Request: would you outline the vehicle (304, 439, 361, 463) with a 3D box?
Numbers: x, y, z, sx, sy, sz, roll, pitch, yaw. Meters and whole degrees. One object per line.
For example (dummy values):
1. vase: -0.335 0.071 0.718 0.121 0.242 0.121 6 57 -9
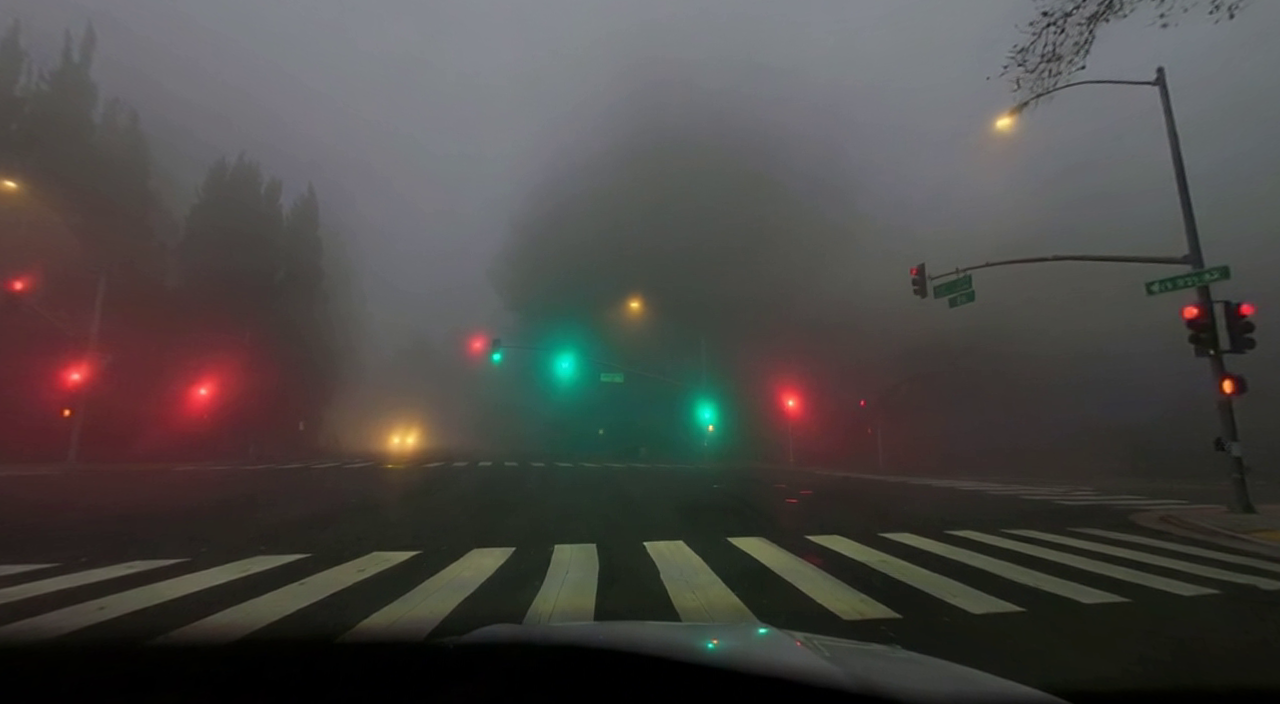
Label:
1. vehicle: -19.769 6.392 40.786 1.918 1.432 4.433 1 -9 -7
